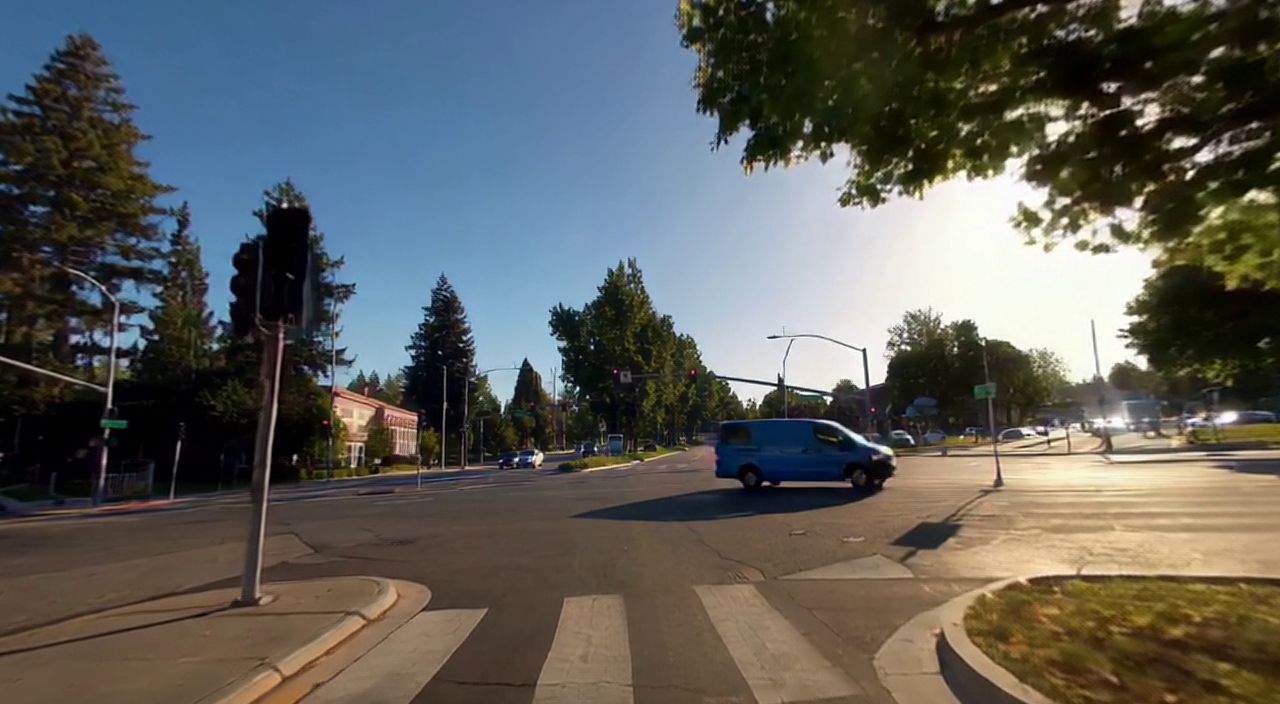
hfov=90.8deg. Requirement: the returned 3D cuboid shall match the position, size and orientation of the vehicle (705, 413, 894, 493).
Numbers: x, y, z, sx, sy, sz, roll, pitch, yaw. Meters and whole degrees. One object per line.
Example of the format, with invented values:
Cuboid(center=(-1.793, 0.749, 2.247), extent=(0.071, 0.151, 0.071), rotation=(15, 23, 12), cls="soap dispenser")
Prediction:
Cuboid(center=(5.416, 3.463, 21.947), extent=(5.791, 2.404, 2.465), rotation=(-6, -10, 34), cls="vehicle")
